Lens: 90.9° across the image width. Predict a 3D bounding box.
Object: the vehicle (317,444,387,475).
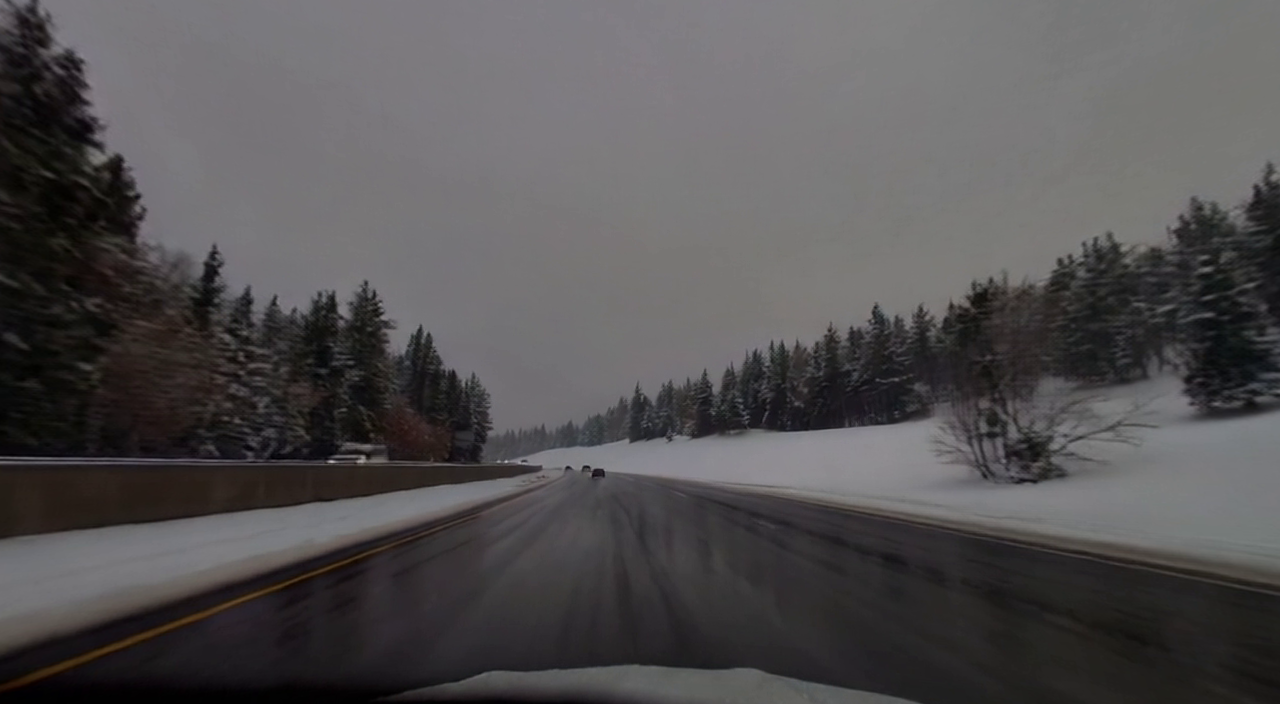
[{"bbox_3d":[-15.385,5.815,33.909,1.880,1.501,4.131,2,-10,-2],"label":"vehicle"}]
